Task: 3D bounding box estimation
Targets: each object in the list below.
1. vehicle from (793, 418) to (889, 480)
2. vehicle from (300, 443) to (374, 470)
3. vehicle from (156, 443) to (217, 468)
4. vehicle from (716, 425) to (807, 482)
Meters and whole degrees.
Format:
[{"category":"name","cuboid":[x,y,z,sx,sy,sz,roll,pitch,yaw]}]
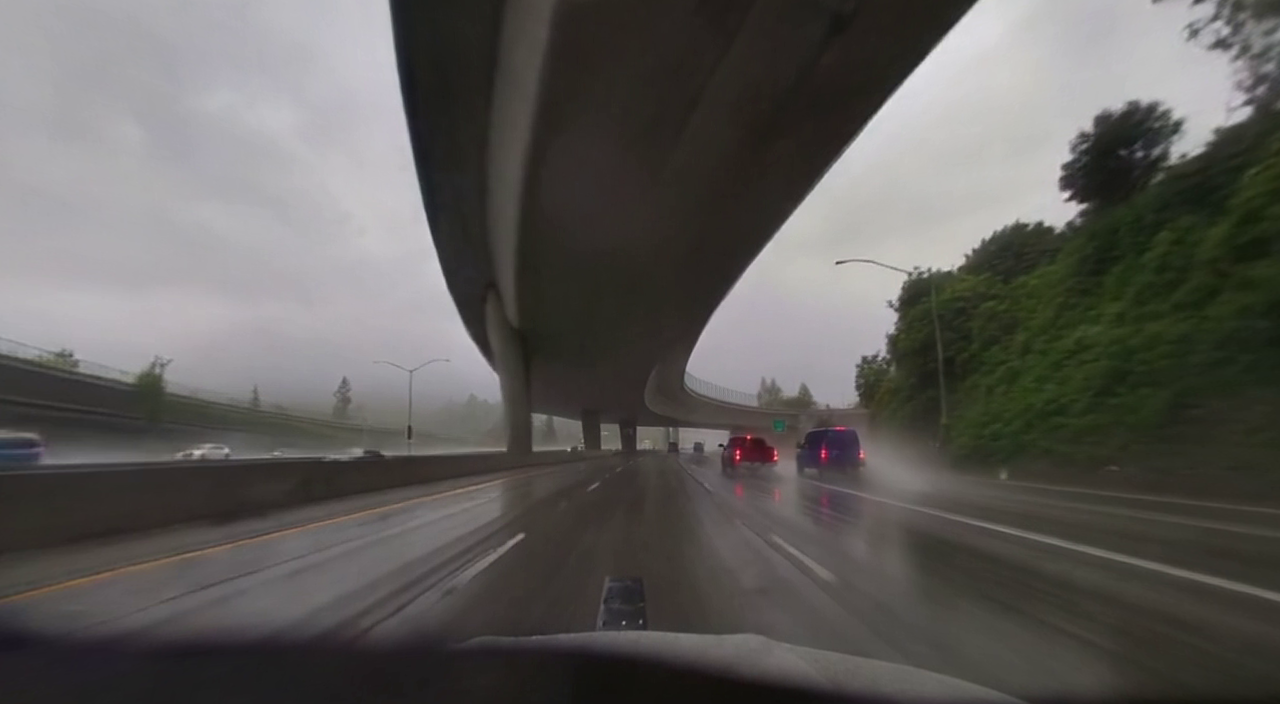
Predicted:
[{"category":"vehicle","cuboid":[8.228,4.085,26.542,2.229,2.317,5.399,0,-9,0]},{"category":"vehicle","cuboid":[-17.811,6.146,37.333,1.868,1.445,4.740,0,-9,2]},{"category":"vehicle","cuboid":[-32.731,7.440,45.718,2.095,1.686,4.669,2,-9,-17]},{"category":"vehicle","cuboid":[4.648,4.005,25.137,2.505,2.020,5.532,0,-9,0]}]
